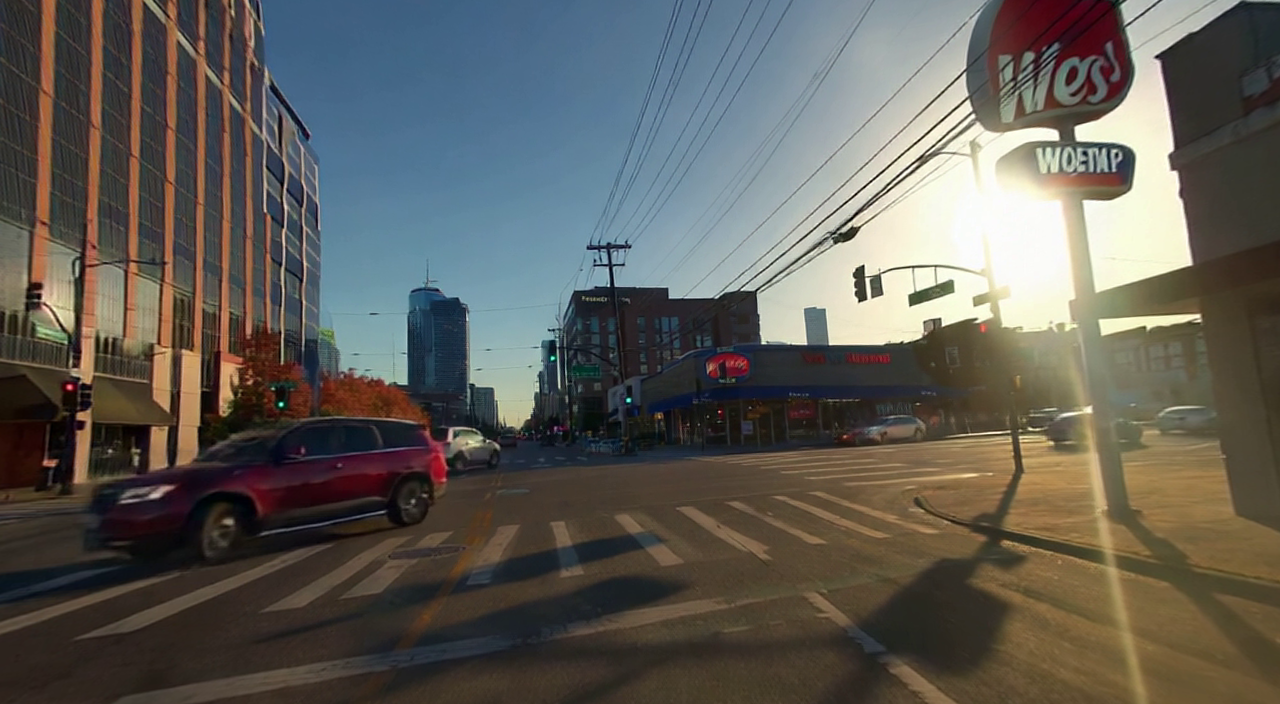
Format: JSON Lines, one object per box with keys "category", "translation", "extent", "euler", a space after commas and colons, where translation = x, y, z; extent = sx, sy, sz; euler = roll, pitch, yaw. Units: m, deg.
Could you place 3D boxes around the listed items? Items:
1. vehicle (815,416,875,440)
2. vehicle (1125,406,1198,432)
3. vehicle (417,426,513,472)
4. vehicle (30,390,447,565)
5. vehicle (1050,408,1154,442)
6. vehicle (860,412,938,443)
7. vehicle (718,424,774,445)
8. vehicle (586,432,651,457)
{"category": "vehicle", "translation": [16.049, 5.951, 49.368], "extent": [4.589, 1.730, 1.801], "euler": [4, -8, -31]}
{"category": "vehicle", "translation": [32.017, 4.134, 38.755], "extent": [4.433, 1.453, 1.804], "euler": [4, -10, -29]}
{"category": "vehicle", "translation": [-7.208, 4.062, 26.578], "extent": [2.105, 1.761, 4.292], "euler": [-2, -9, 12]}
{"category": "vehicle", "translation": [-5.653, 1.876, 10.249], "extent": [2.374, 1.985, 5.588], "euler": [-2, -9, 12]}
{"category": "vehicle", "translation": [21.714, 3.464, 29.673], "extent": [4.707, 1.487, 1.907], "euler": [4, -9, -27]}
{"category": "vehicle", "translation": [16.212, 4.770, 39.527], "extent": [4.474, 1.788, 2.039], "euler": [4, -10, -29]}
{"category": "vehicle", "translation": [7.566, 5.966, 45.334], "extent": [1.866, 1.430, 3.901], "euler": [5, -10, -31]}
{"category": "vehicle", "translation": [-1.604, 6.818, 46.576], "extent": [4.506, 1.733, 1.857], "euler": [1, -9, -11]}
